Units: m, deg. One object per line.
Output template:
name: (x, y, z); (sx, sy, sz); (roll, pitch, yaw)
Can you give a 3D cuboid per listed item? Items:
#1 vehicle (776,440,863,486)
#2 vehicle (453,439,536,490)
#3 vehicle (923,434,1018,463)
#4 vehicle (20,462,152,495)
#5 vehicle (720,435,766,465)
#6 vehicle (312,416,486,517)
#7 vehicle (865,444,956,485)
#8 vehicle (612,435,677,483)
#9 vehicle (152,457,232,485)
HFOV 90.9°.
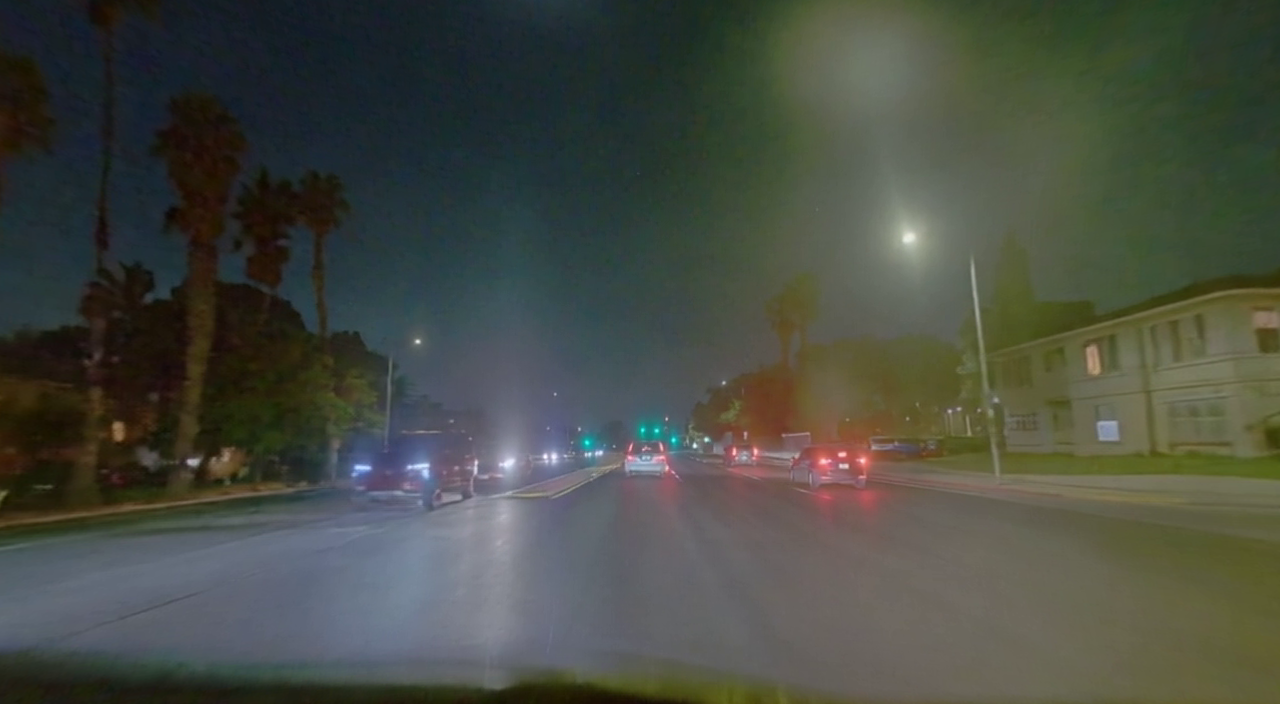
vehicle: (6.390, 3.986, 22.957); (1.897, 1.477, 4.360); (0, -8, 0)
vehicle: (-5.236, 4.108, 23.347); (2.033, 1.658, 4.472); (-1, -8, 0)
vehicle: (18.994, 5.565, 36.340); (4.368, 1.499, 1.828); (-2, -8, 2)
vehicle: (-26.476, 6.054, 30.243); (4.548, 1.441, 1.946); (-1, -8, 2)
vehicle: (7.512, 7.196, 46.381); (2.436, 2.010, 5.595); (0, -8, 0)
vehicle: (-5.288, 2.575, 14.676); (2.193, 1.967, 4.600); (0, -8, 0)
vehicle: (11.014, 4.592, 26.049); (1.854, 1.477, 4.525); (2, -9, 1)
vehicle: (0.122, 4.127, 24.536); (2.289, 1.679, 4.180); (0, -8, -1)
vehicle: (-26.641, 7.062, 37.666); (1.726, 1.442, 4.081); (0, -8, 1)
